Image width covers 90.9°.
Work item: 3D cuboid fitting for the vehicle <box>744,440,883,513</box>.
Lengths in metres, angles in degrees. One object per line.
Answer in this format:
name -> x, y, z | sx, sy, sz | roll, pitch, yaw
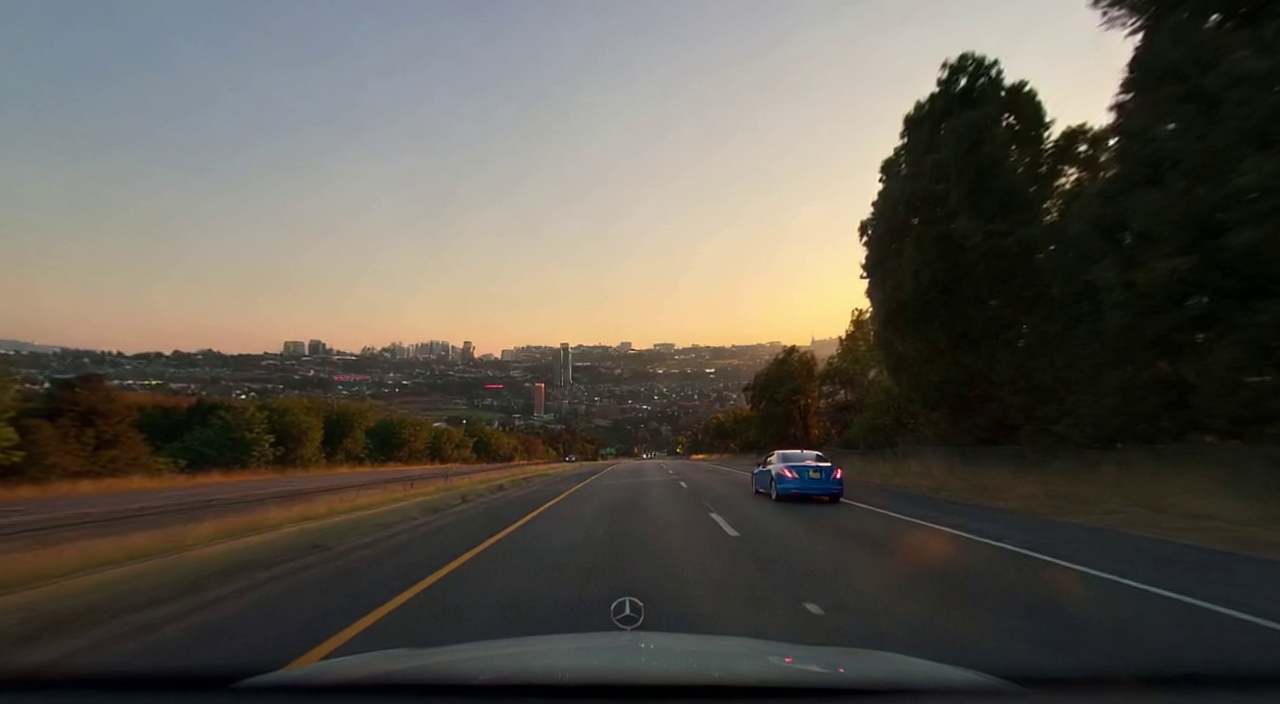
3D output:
vehicle -> 4.048, 2.978, 15.719 | 2.053, 1.490, 4.799 | 0, -8, -1
